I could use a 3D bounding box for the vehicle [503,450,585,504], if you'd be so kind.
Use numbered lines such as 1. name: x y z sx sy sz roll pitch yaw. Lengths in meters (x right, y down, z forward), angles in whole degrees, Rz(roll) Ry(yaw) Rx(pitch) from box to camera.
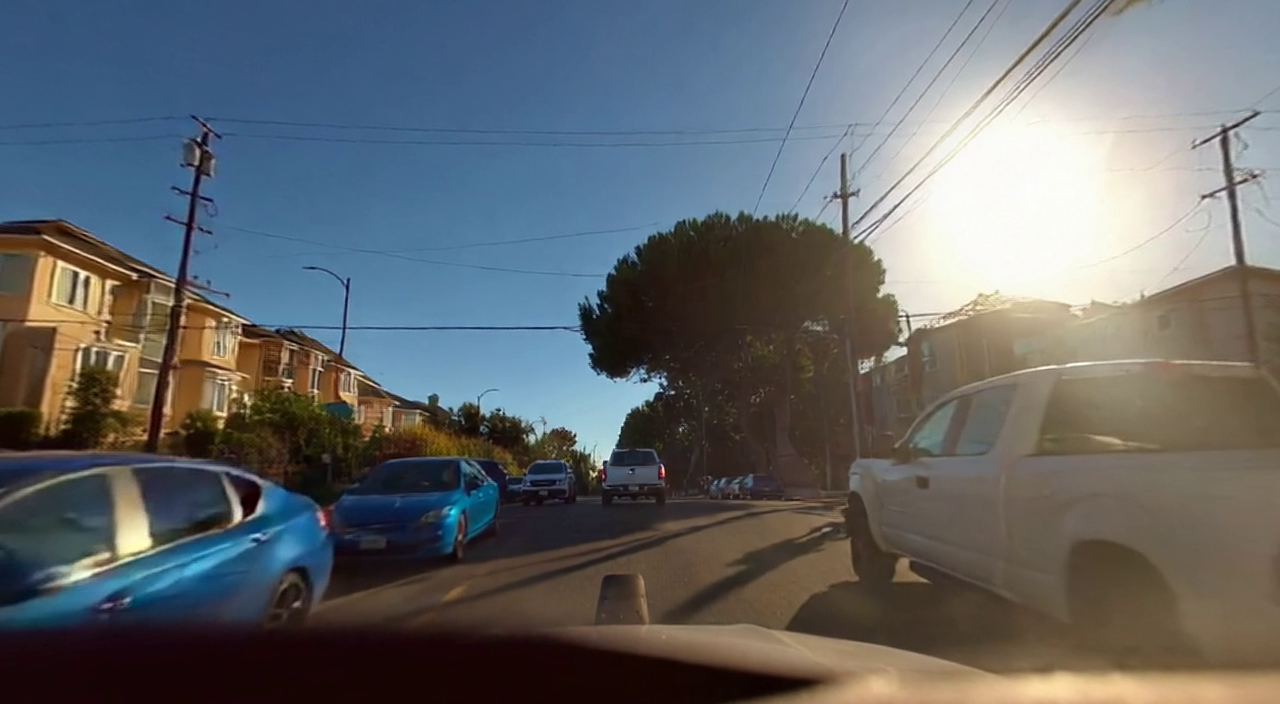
1. vehicle: -3.603 4.978 25.035 2.330 1.859 6.068 0 -12 0

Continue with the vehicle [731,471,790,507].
1. vehicle: 5.938 6.870 31.647 2.023 1.611 4.614 0 -12 0

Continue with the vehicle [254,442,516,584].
1. vehicle: -3.099 2.010 8.846 1.868 1.462 4.385 0 -8 -1

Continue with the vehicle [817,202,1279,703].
1. vehicle: 2.665 0.832 3.378 2.027 1.907 4.736 0 -8 0

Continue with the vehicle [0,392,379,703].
1. vehicle: -3.065 1.031 2.911 1.898 1.539 4.320 0 -8 0

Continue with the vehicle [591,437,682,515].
1. vehicle: -0.076 3.511 18.510 2.308 1.940 4.125 -2 -8 1
